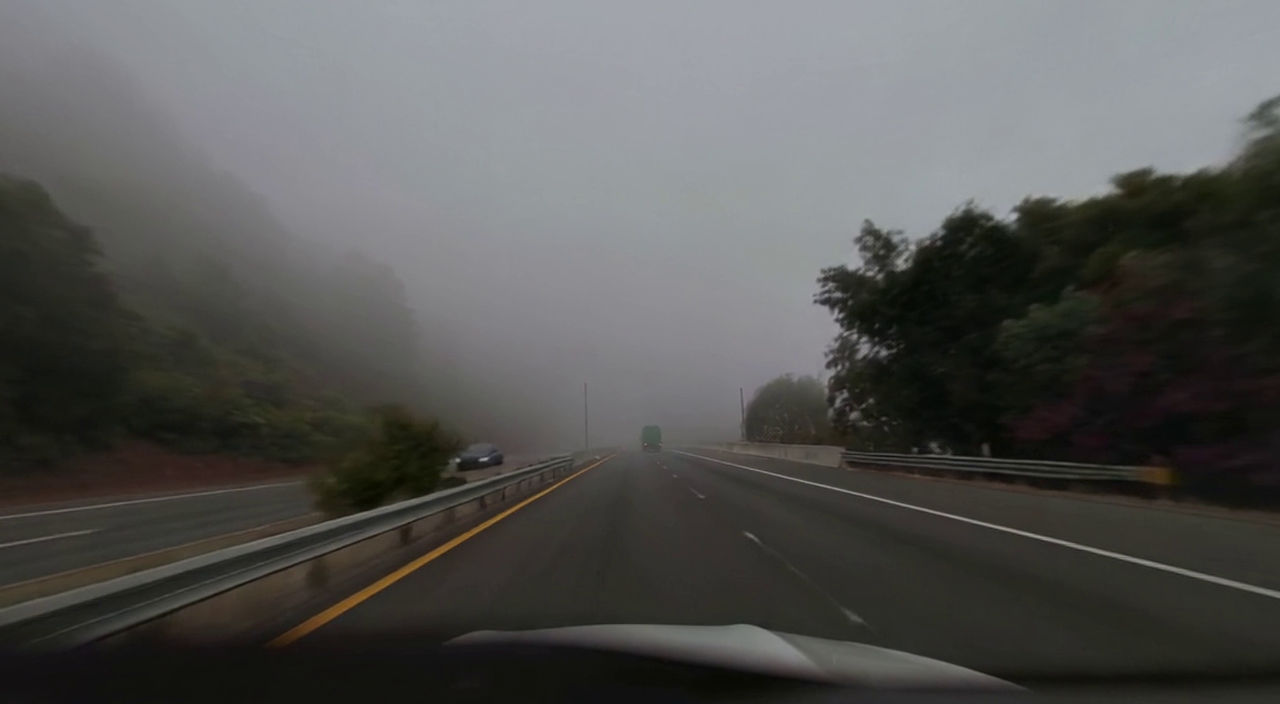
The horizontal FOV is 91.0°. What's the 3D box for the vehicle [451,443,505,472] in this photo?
[{"bbox_3d":[-9.578,6.255,37.580,2.021,1.549,4.467,0,-8,-1],"label":"vehicle"}]
